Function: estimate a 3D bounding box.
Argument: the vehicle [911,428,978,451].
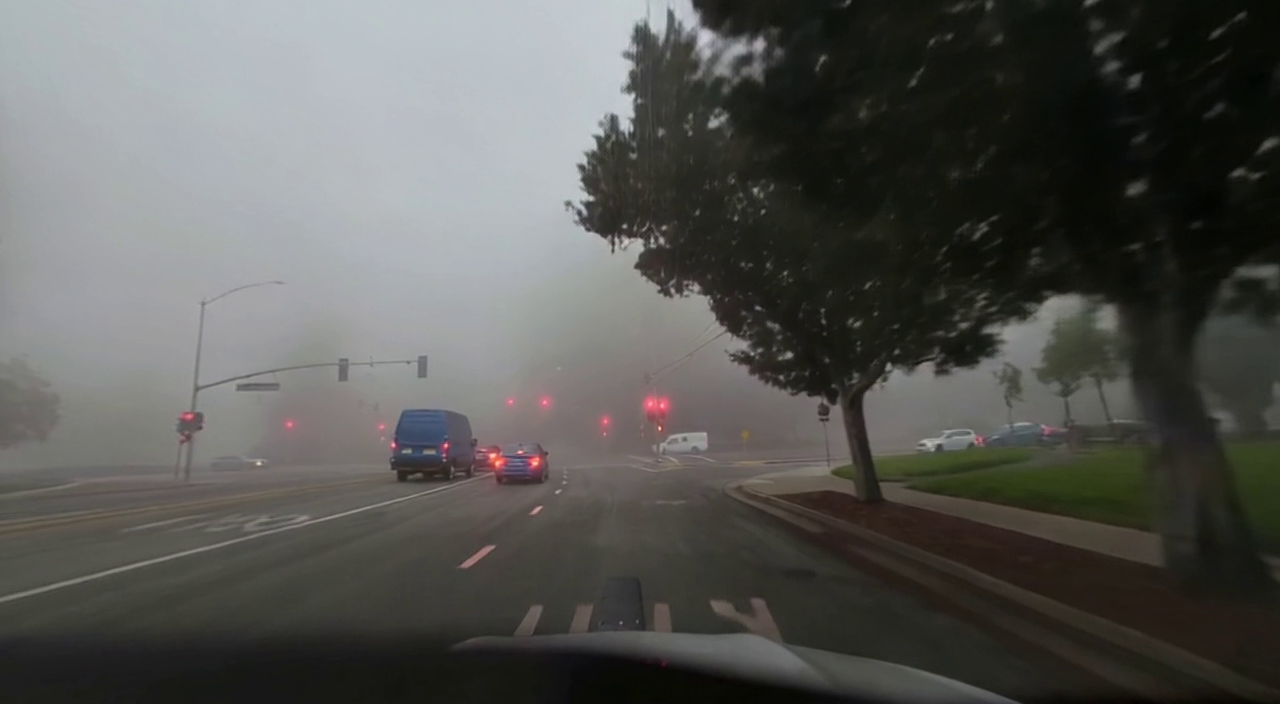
[{"bbox_3d":[20.513,5.959,42.477,3.718,1.480,1.981,3,-9,-20],"label":"vehicle"}]

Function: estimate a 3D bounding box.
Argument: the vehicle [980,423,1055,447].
[{"bbox_3d":[26.809,5.915,44.806,4.056,1.659,1.881,-2,-9,11],"label":"vehicle"}]

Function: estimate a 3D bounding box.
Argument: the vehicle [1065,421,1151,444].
[{"bbox_3d":[32.529,5.645,43.916,4.342,1.513,1.838,-2,-9,13],"label":"vehicle"}]

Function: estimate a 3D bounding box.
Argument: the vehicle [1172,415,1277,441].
[{"bbox_3d":[39.239,5.127,42.406,4.643,1.620,1.938,-2,-9,15],"label":"vehicle"}]

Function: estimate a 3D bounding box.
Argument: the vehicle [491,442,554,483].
[{"bbox_3d":[-4.619,4.412,25.407,2.019,1.485,4.565,1,-9,-5],"label":"vehicle"}]

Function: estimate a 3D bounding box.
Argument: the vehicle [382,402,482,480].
[{"bbox_3d":[-8.647,3.861,27.032,2.461,2.889,6.776,1,-9,-5],"label":"vehicle"}]
